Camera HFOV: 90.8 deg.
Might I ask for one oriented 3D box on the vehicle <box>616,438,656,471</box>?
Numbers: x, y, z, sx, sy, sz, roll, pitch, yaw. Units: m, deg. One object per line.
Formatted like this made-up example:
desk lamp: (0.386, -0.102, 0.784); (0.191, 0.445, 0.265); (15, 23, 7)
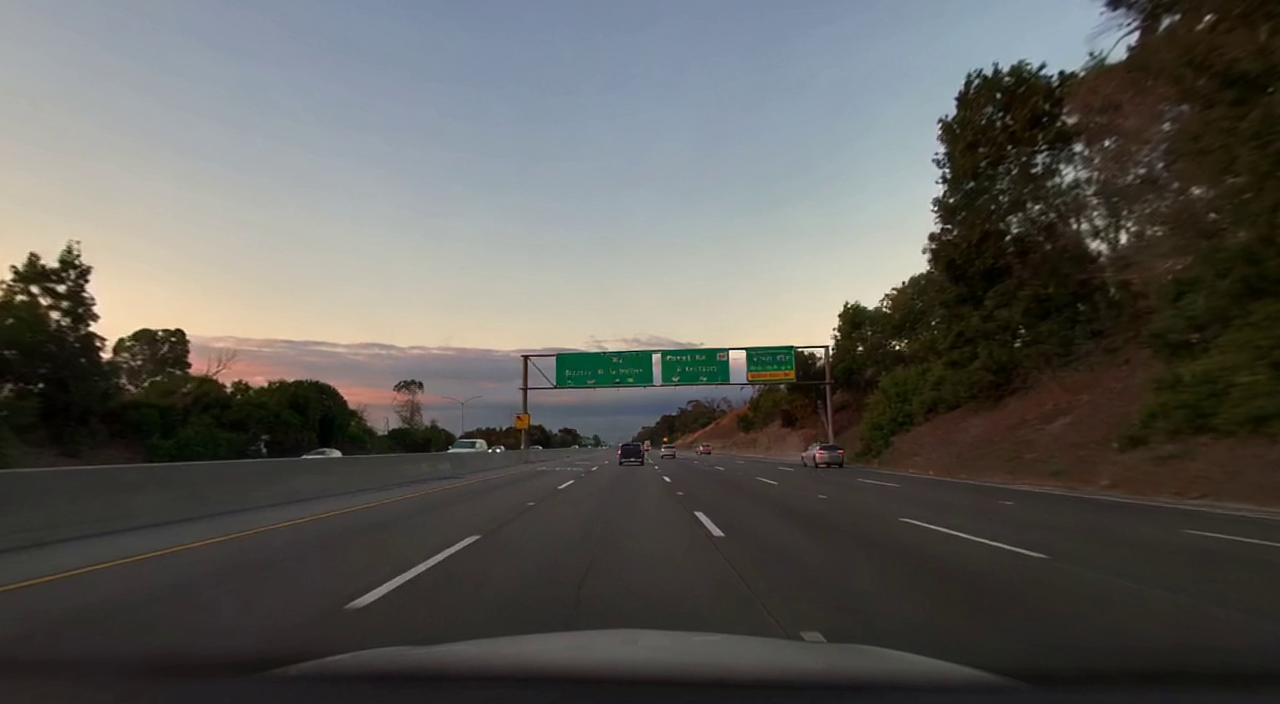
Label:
vehicle: (-0.285, 5.819, 36.079); (2.121, 1.739, 4.087); (0, -9, -2)

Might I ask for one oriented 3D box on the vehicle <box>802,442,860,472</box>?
vehicle: (11.173, 6.151, 37.248); (1.912, 1.673, 4.438); (0, -9, -1)
